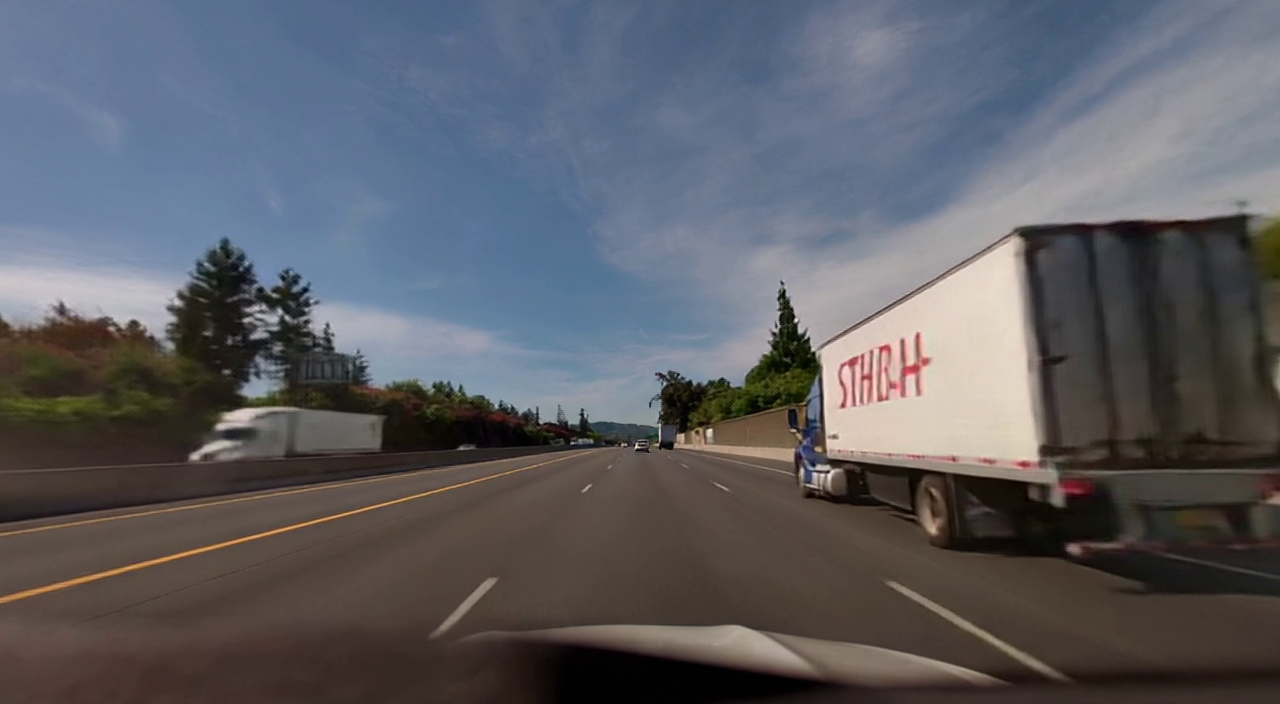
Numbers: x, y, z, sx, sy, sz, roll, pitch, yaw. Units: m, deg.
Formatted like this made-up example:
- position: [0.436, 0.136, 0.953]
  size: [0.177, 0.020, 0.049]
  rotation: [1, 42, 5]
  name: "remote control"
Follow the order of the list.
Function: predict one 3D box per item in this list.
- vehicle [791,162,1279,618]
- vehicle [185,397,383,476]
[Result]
- position: [5.343, 0.923, 10.042]
  size: [2.949, 3.470, 10.539]
  rotation: [0, -8, -2]
  name: "vehicle"
- position: [-21.264, 5.387, 39.974]
  size: [3.085, 3.910, 16.801]
  rotation: [0, -8, -1]
  name: "vehicle"
